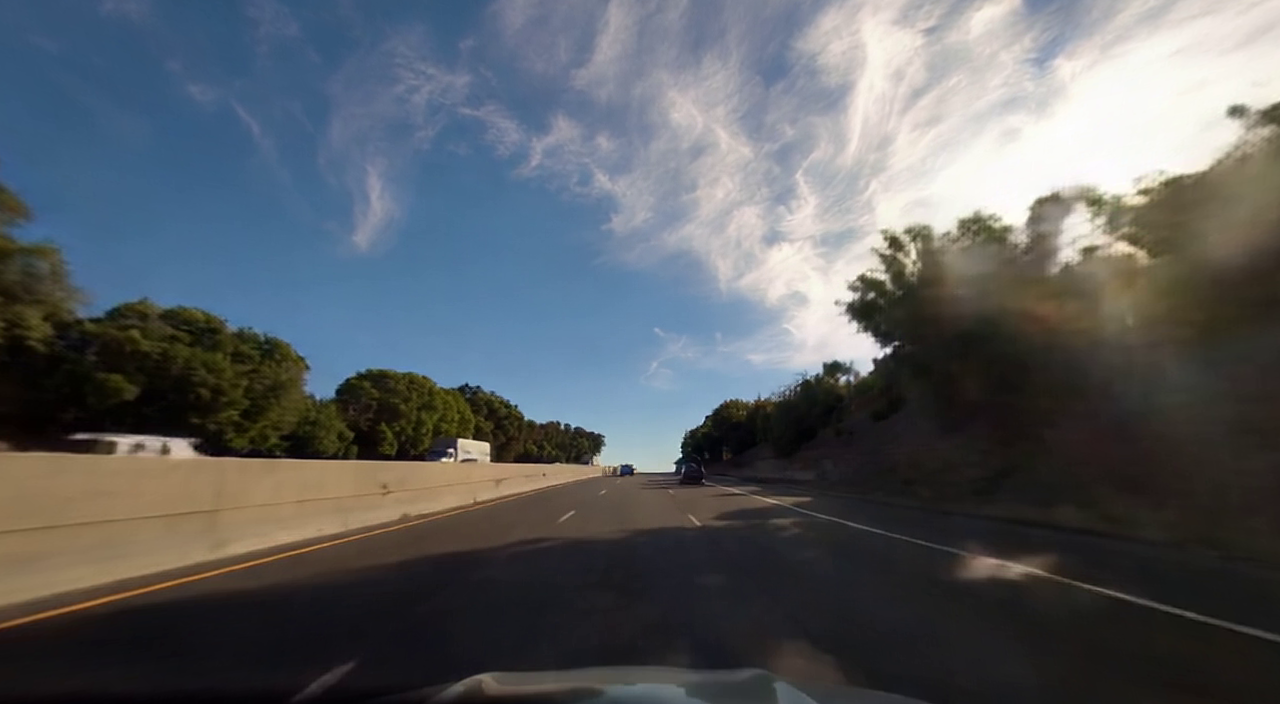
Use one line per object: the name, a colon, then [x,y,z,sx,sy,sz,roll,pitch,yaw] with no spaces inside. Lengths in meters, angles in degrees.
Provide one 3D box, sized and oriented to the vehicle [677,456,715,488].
vehicle: [3.705,8.024,42.205,2.093,1.933,4.623,1,-10,0]
